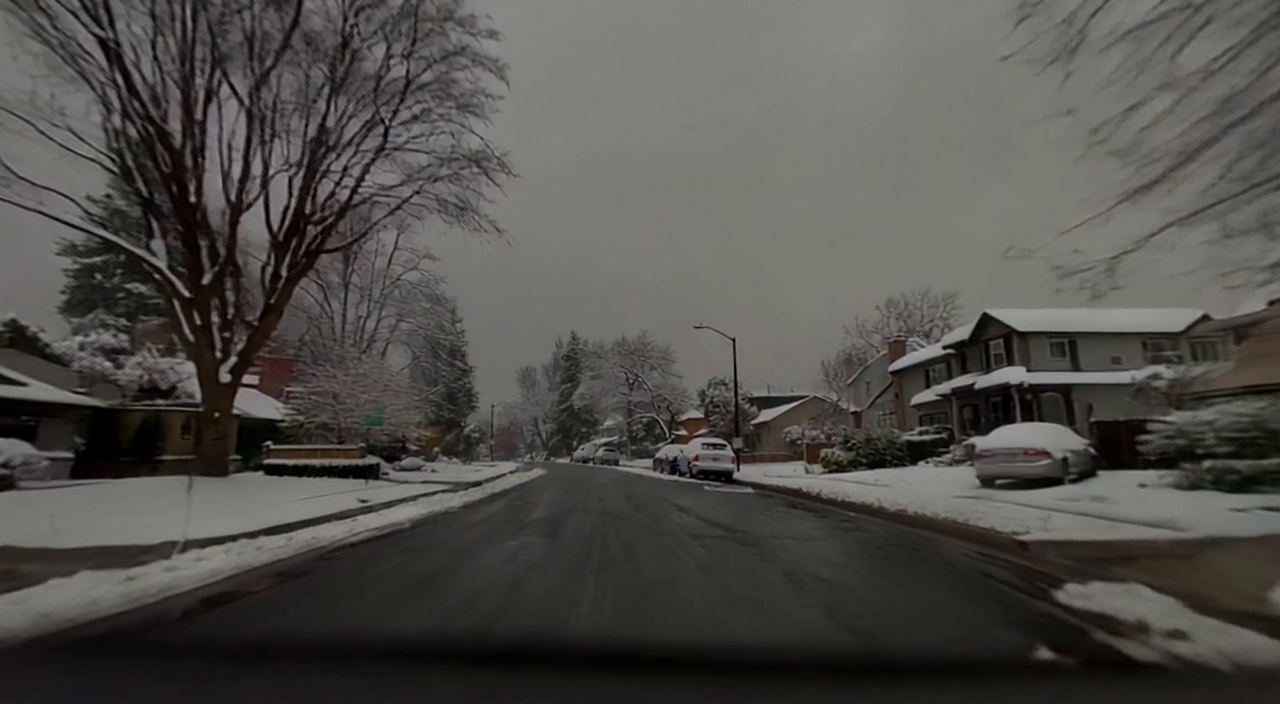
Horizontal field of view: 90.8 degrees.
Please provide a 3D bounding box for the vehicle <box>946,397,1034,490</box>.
[{"bbox_3d":[9.678,2.529,17.463,1.820,2.366,1.453,-6,-11,35],"label":"vehicle"}]

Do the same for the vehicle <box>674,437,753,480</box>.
[{"bbox_3d":[3.559,5.339,31.940,2.715,1.900,6.163,2,-9,-5],"label":"vehicle"}]
